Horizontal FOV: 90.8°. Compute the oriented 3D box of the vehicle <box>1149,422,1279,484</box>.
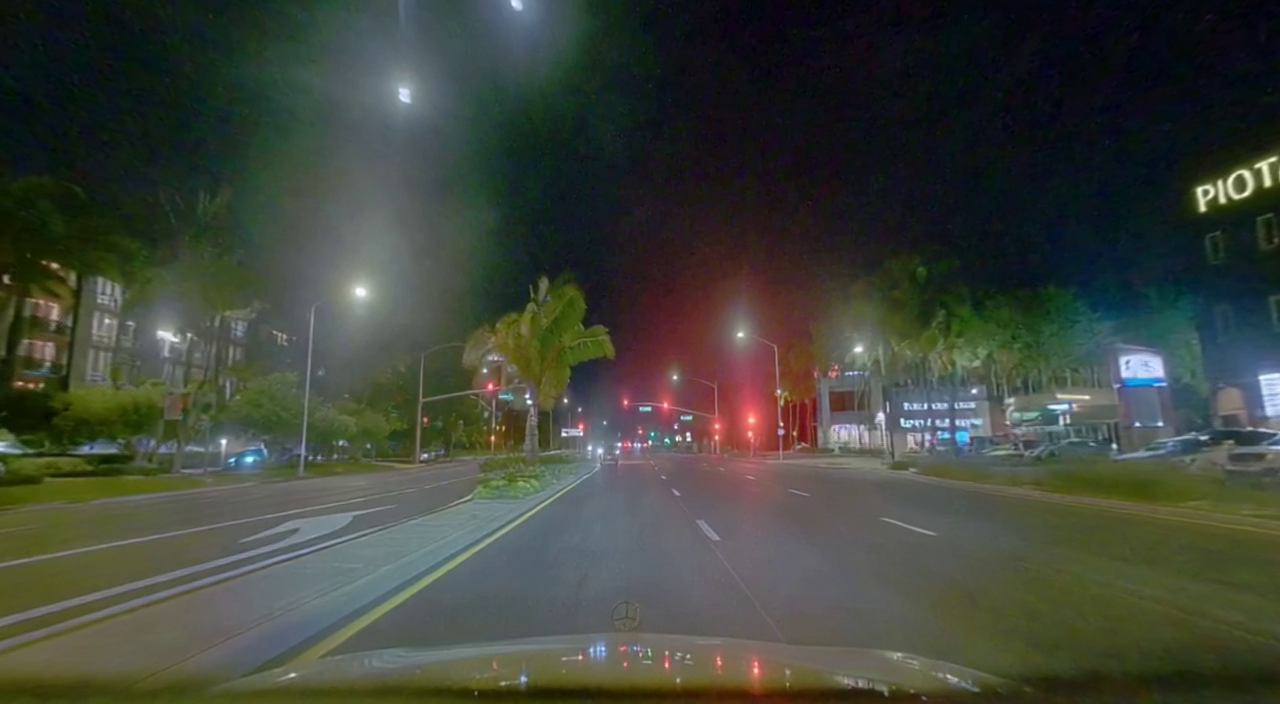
[{"bbox_3d":[20.184,3.304,20.836,5.001,1.916,2.106,0,-9,-4],"label":"vehicle"}]

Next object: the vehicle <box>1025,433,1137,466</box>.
[{"bbox_3d":[25.514,5.639,36.643,4.918,1.814,2.014,0,-9,0],"label":"vehicle"}]

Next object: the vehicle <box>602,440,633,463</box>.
[{"bbox_3d":[-1.734,7.471,47.513,1.990,1.639,3.885,1,-9,-6],"label":"vehicle"}]
